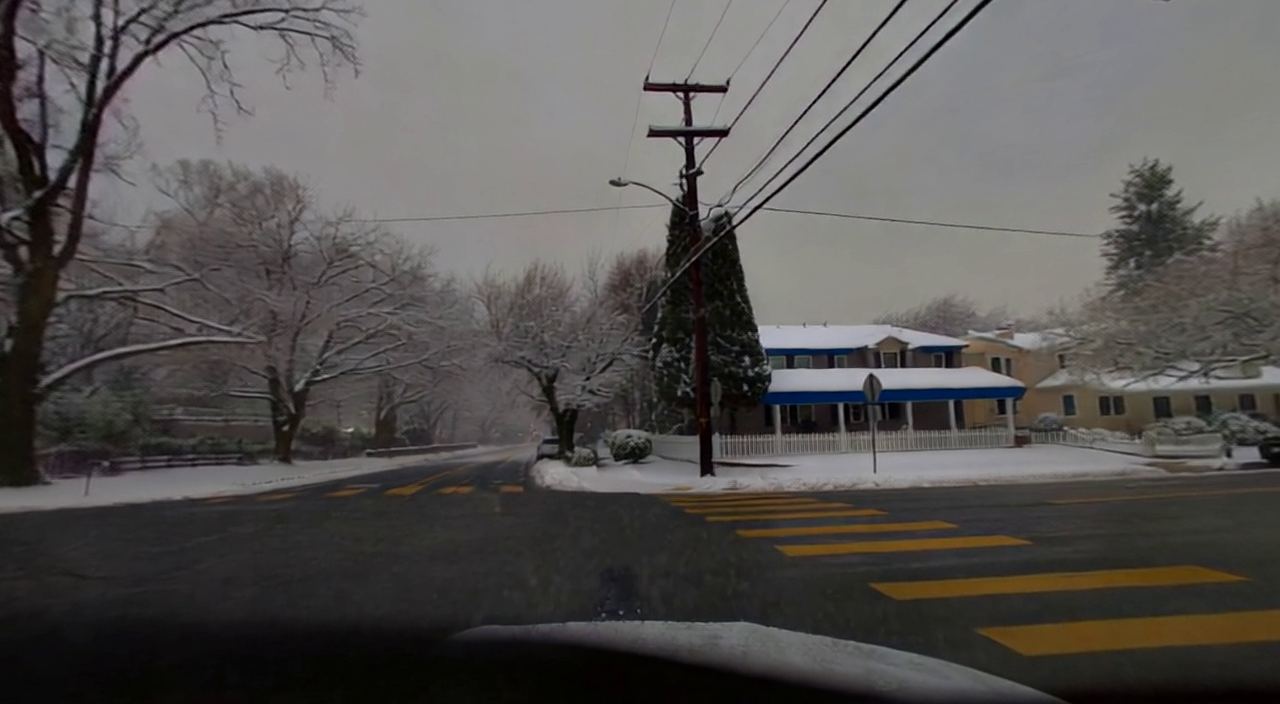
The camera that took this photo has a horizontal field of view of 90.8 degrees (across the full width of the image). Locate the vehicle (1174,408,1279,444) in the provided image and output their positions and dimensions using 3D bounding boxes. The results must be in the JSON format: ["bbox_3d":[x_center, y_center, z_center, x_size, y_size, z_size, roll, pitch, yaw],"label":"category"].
[{"bbox_3d":[30.967,3.899,32.741,2.033,1.725,4.492,3,-9,-16],"label":"vehicle"}]
